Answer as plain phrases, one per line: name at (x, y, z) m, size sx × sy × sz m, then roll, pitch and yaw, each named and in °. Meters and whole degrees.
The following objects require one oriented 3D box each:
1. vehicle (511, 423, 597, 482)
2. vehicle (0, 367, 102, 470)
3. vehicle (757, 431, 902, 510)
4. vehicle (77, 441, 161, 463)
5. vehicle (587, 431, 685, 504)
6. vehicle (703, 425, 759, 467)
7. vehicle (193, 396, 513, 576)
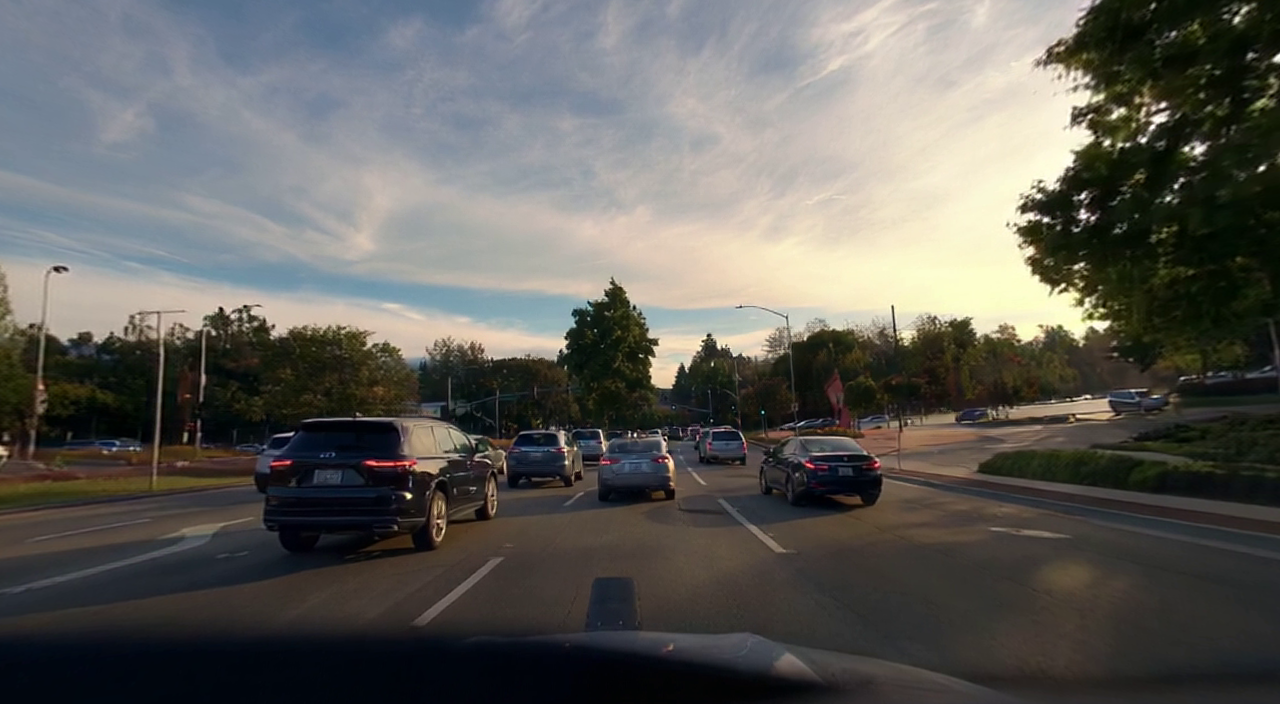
vehicle at (-2.854, 3.484, 22.082) m, size 2.218 × 1.829 × 4.492 m, roll -1°, pitch -8°, yaw 2°
vehicle at (-27.990, 2.339, 23.194) m, size 3.181 × 4.189 × 14.107 m, roll -1°, pitch -8°, yaw 4°
vehicle at (3.945, 2.518, 13.962) m, size 1.884 × 1.463 × 4.195 m, roll 0°, pitch -8°, yaw 0°
vehicle at (-37.323, 7.138, 45.304) m, size 4.384 × 1.462 × 1.854 m, roll -1°, pitch -8°, yaw -1°
vehicle at (-0.063, 2.700, 15.217) m, size 2.030 × 1.477 × 4.330 m, roll 0°, pitch -8°, yaw 1°
vehicle at (4.347, 4.580, 30.877) m, size 2.099 × 1.845 × 4.363 m, roll 0°, pitch -8°, yaw 0°
vehicle at (-3.349, 1.693, 8.903) m, size 2.111 × 1.745 × 5.274 m, roll 0°, pitch -8°, yaw -1°
